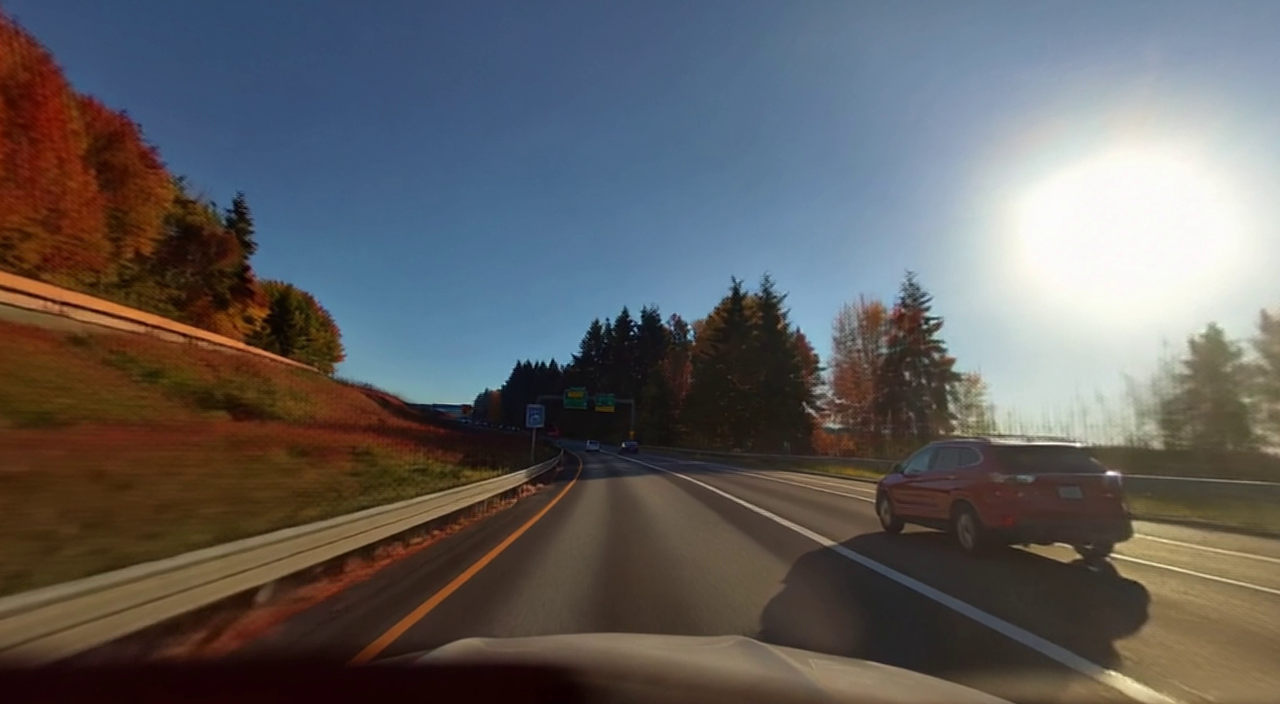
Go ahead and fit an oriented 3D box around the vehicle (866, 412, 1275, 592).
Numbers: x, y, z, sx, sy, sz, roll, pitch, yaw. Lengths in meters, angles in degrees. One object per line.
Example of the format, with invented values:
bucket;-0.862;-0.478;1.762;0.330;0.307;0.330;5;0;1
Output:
vehicle;4.531;1.628;7.583;1.952;1.536;4.036;0;-9;-2
